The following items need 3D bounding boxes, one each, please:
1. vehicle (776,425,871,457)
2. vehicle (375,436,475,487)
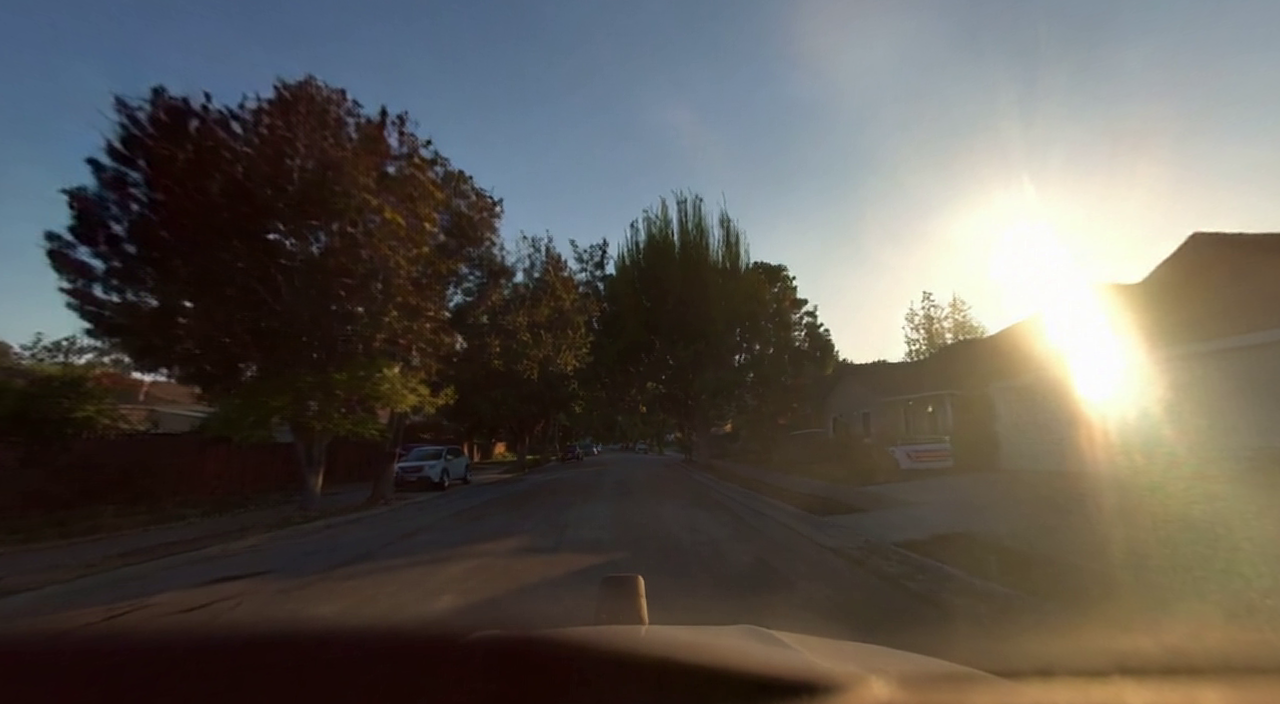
[{"bbox_3d":[11.743,5.717,40.692,5.367,1.953,2.257,1,-9,-7],"label":"vehicle"},{"bbox_3d":[-8.627,4.477,25.965,2.352,1.843,4.979,-1,-10,0],"label":"vehicle"}]
